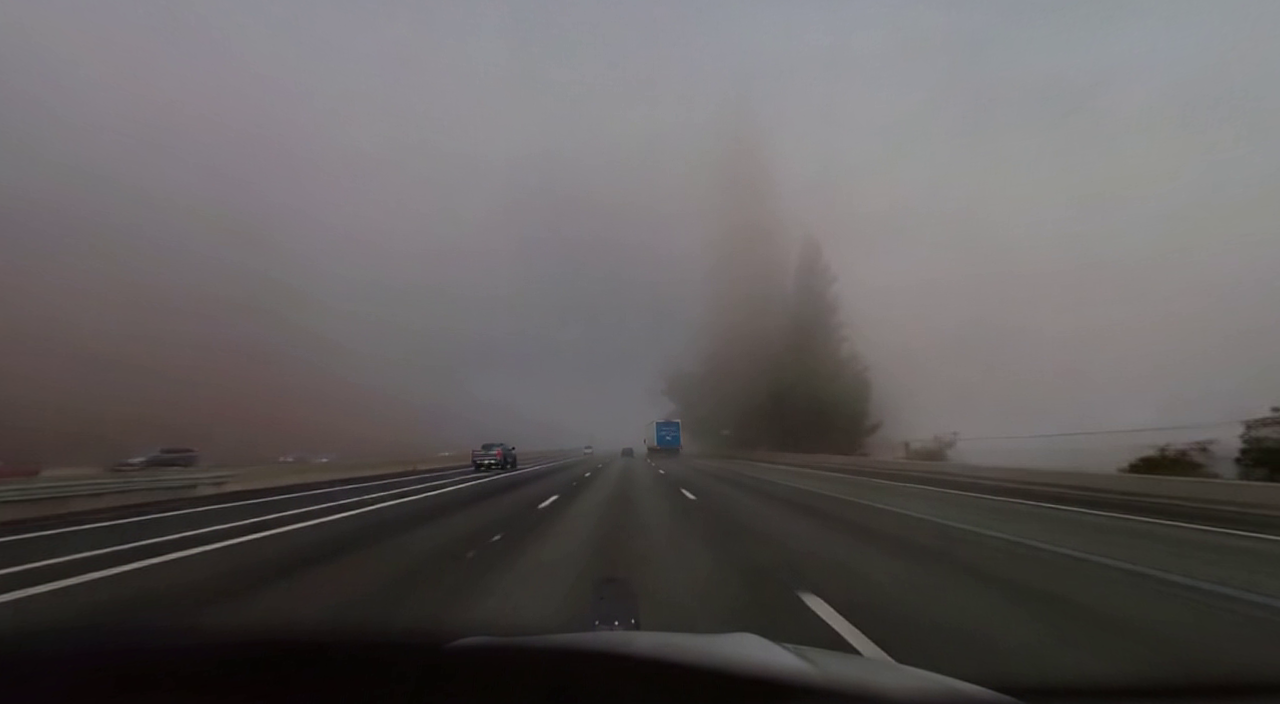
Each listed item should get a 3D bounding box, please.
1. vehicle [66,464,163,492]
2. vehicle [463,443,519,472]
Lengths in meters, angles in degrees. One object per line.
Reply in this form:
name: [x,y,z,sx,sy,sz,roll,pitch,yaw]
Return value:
vehicle: [-30.527,7.303,36.899,1.823,1.446,4.444,0,-9,0]
vehicle: [-8.206,5.816,35.144,2.033,1.494,4.508,0,-9,0]
